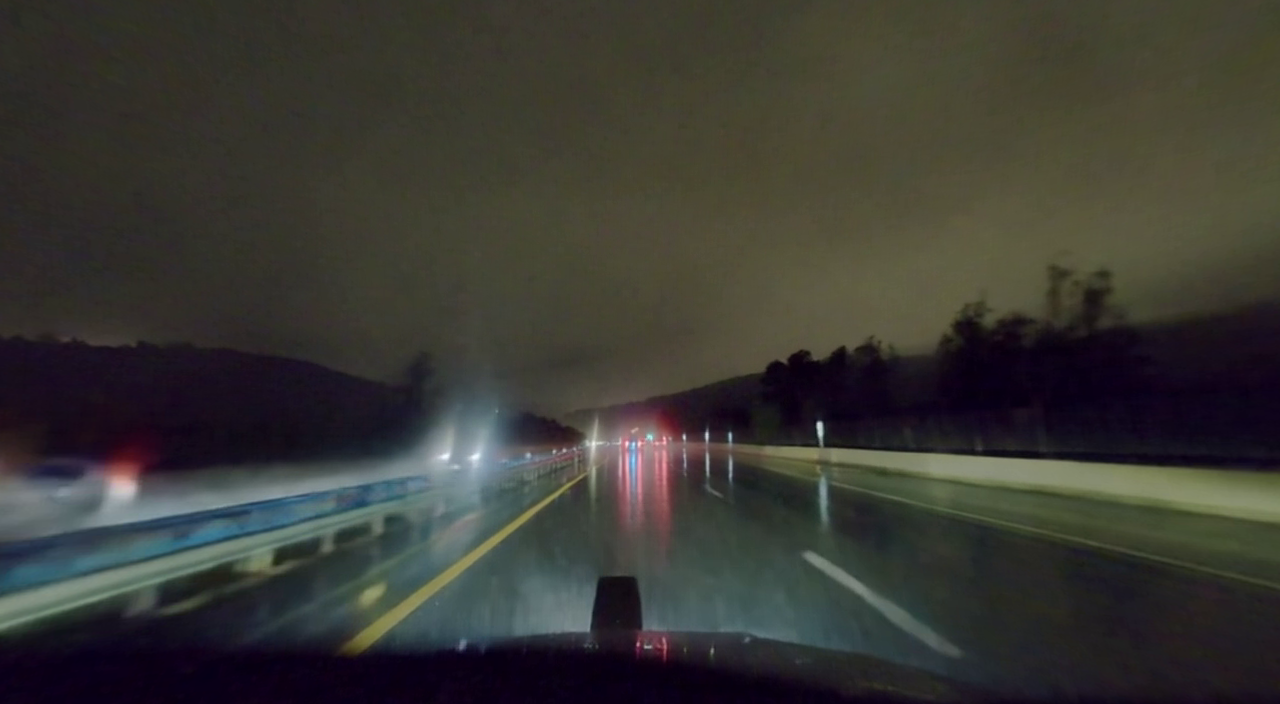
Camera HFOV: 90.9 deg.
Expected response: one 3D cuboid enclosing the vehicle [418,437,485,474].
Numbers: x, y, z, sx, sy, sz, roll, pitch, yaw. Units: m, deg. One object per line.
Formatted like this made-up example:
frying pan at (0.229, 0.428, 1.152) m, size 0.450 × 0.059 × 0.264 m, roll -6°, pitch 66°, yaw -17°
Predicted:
vehicle at (-9.115, 4.999, 30.886) m, size 1.983 × 1.630 × 4.308 m, roll 0°, pitch -8°, yaw -1°
